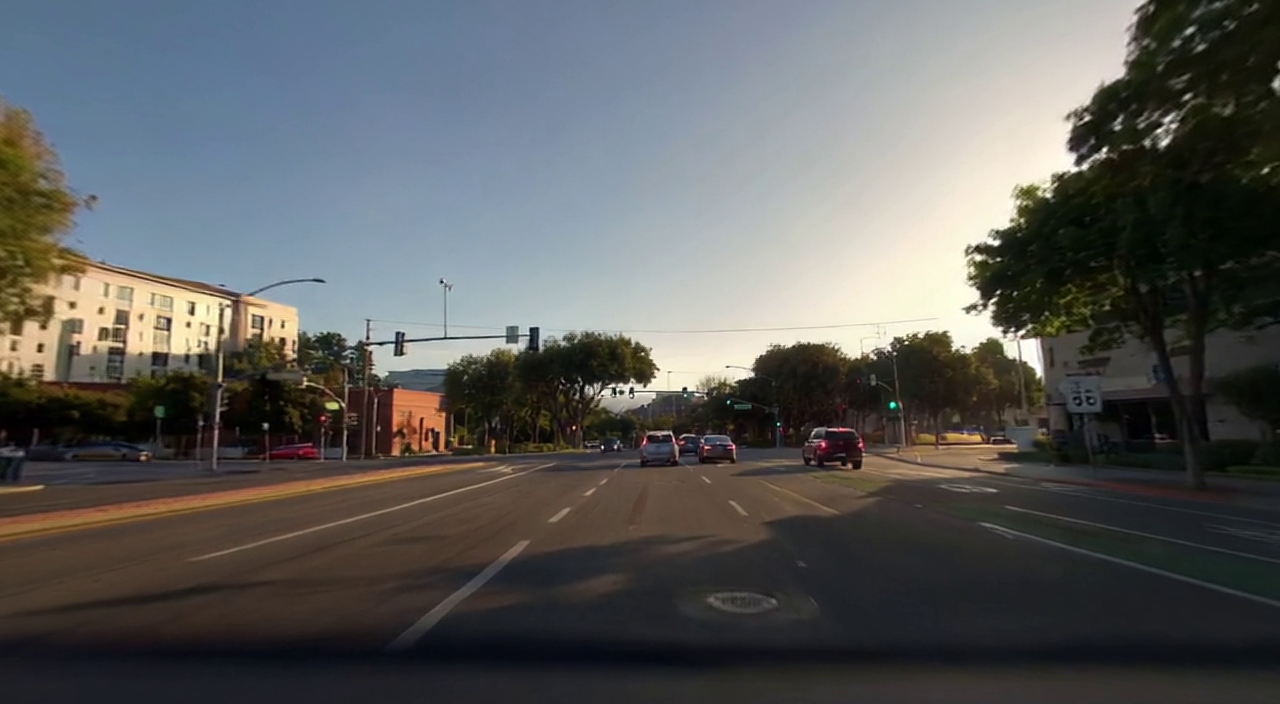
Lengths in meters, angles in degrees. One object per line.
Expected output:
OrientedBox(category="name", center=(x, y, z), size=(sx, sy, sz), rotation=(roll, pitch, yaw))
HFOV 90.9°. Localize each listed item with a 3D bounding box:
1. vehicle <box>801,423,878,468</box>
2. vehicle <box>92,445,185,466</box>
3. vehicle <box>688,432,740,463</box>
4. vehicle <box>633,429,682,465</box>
OrientedBox(category="vehicle", center=(9.039, 4.285, 29.077), size=(2.132, 1.892, 4.851), rotation=(-1, -8, 3))
OrientedBox(category="vehicle", center=(-34.130, 7.048, 43.005), size=(4.448, 1.422, 1.890), rotation=(2, -9, -12))
OrientedBox(category="vehicle", center=(3.598, 4.766, 31.442), size=(1.994, 1.436, 4.169), rotation=(0, -8, -1))
OrientedBox(category="vehicle", center=(0.785, 4.414, 29.243), size=(2.099, 1.516, 4.681), rotation=(0, -8, 1))
